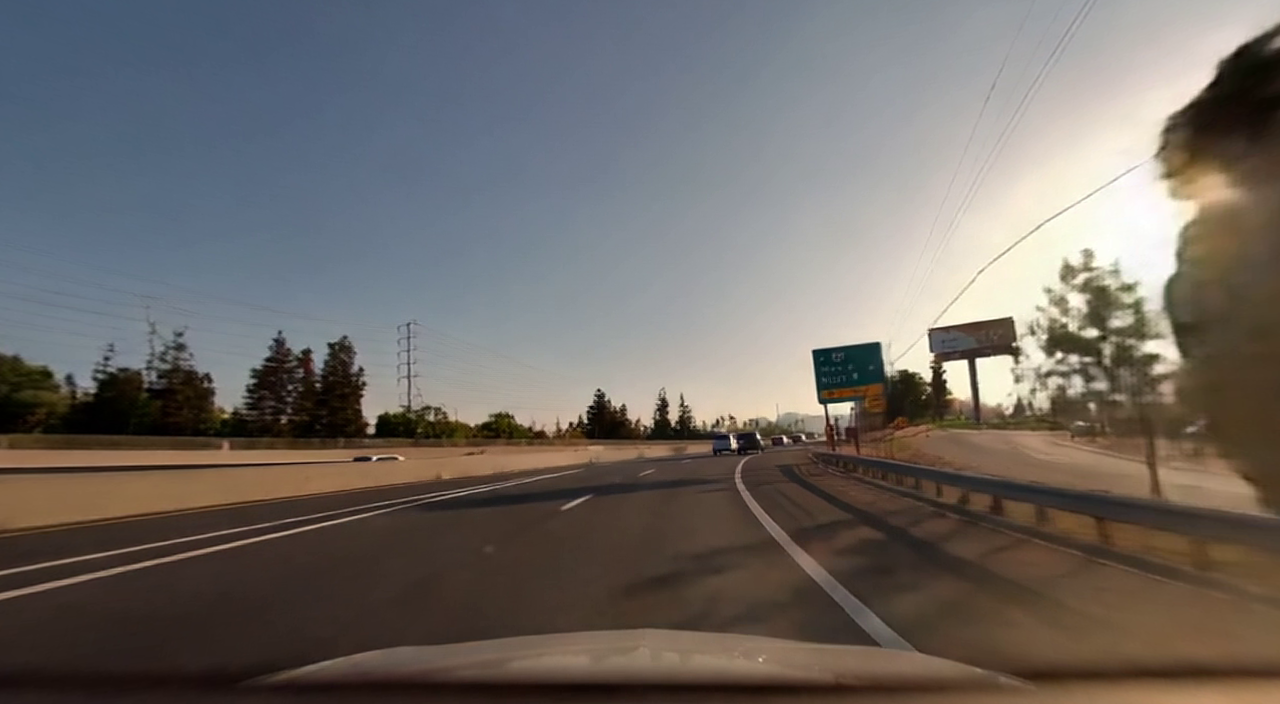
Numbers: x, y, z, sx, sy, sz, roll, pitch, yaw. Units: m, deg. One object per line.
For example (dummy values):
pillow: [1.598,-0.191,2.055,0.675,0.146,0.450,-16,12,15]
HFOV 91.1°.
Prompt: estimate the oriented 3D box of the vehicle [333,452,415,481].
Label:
vehicle: [-17.067,7.334,40.495,2.145,1.717,4.448,-5,-10,26]
